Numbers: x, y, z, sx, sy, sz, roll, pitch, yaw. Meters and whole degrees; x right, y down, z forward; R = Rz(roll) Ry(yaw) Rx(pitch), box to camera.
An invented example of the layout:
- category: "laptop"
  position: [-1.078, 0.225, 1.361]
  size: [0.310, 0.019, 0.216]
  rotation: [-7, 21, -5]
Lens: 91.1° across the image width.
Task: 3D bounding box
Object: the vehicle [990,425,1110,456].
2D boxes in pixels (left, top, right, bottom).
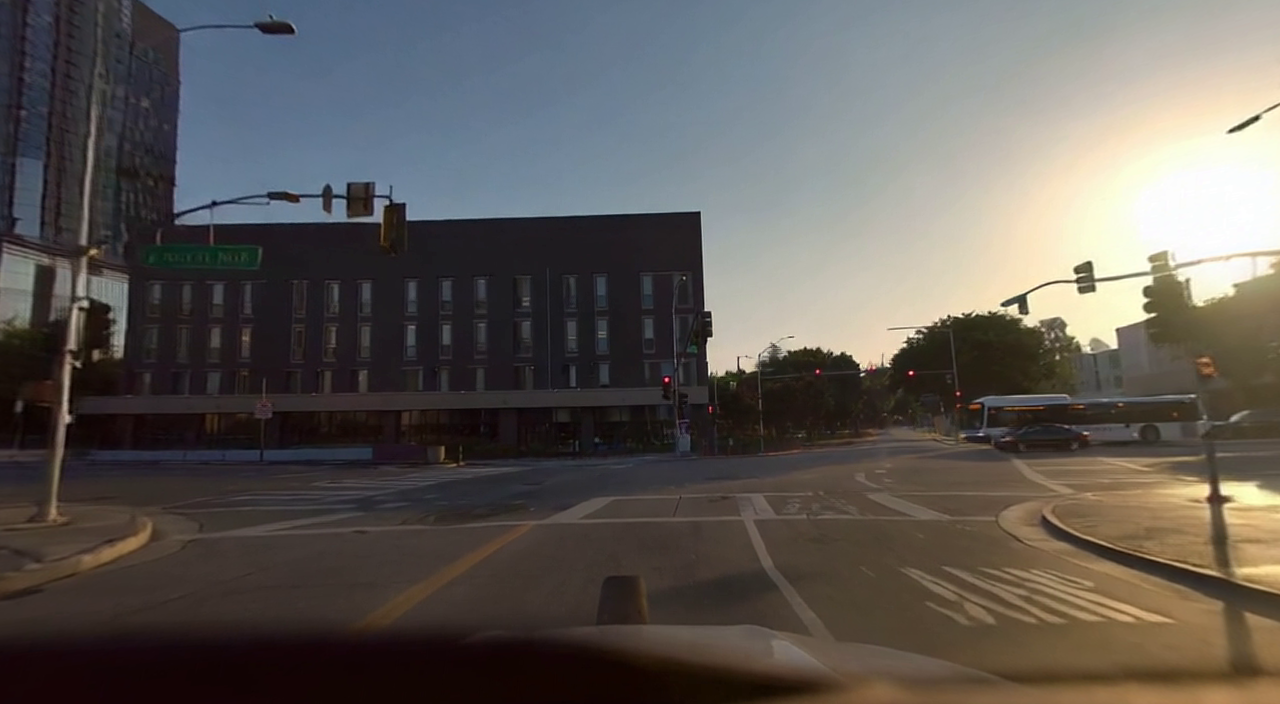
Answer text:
- category: "vehicle"
  position: [19.865, 4.315, 30.516]
  size: [4.538, 1.461, 1.805]
  rotation: [0, -9, 0]

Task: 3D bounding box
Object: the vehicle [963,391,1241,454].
- category: "vehicle"
  position: [25.110, 3.935, 34.576]
  size: [12.822, 3.296, 3.033]
  rotation: [0, -9, -1]
